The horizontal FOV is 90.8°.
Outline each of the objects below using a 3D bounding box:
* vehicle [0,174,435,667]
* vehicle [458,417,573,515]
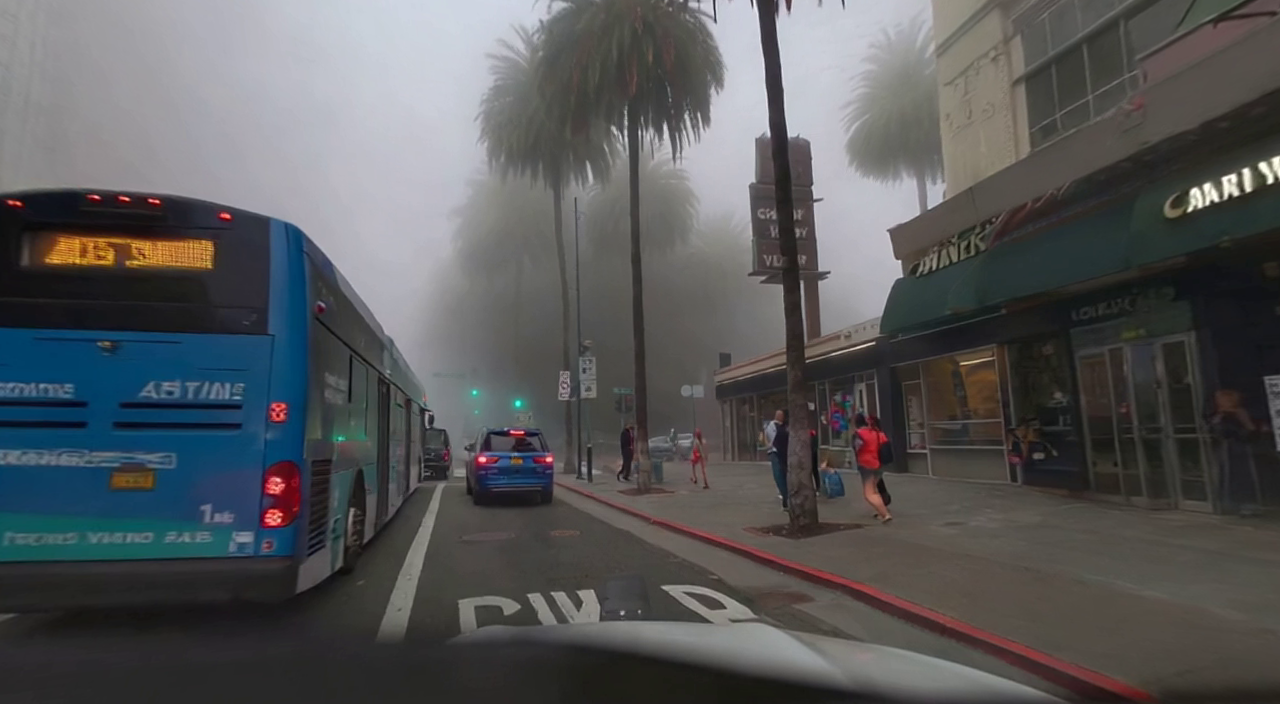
[{"bbox_3d":[-5.127,1.228,9.850,2.863,3.233,11.573,2,-9,-14],"label":"vehicle"},{"bbox_3d":[-3.044,2.588,14.769,2.002,1.907,4.211,3,-9,-19],"label":"vehicle"}]
